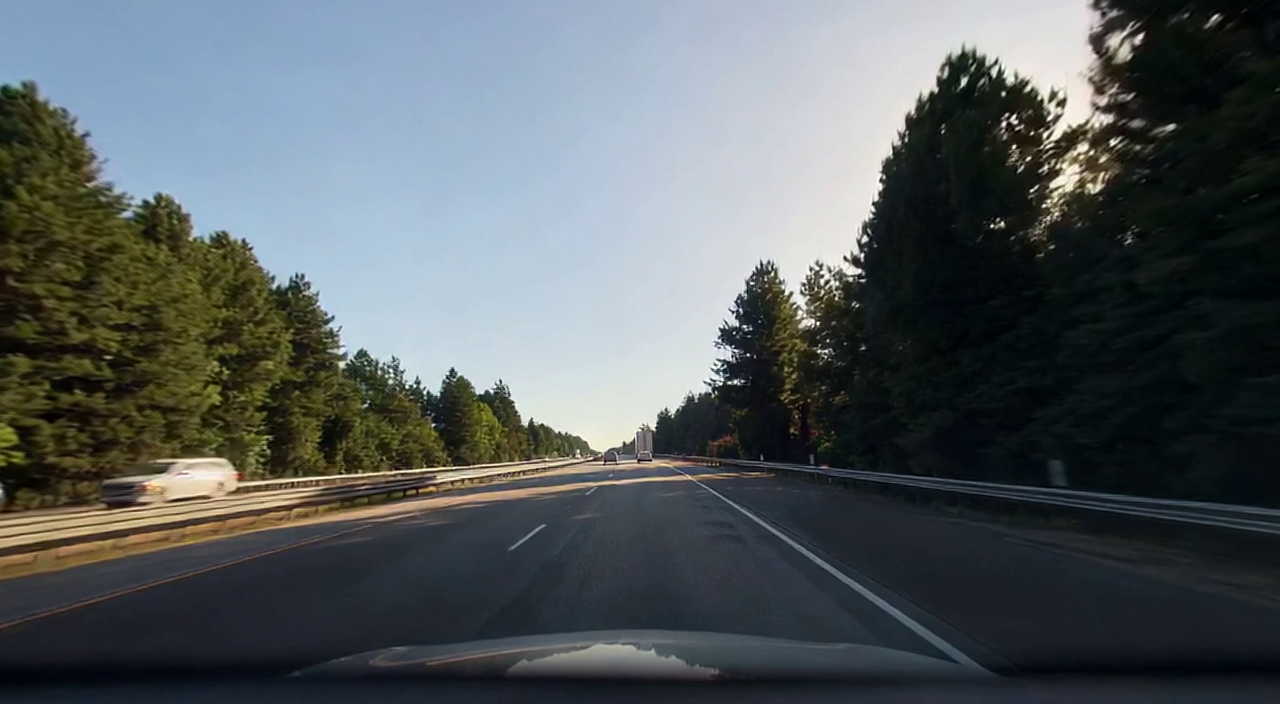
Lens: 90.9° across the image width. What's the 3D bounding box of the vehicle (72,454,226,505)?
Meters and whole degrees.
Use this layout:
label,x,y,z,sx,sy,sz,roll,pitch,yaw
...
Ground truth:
label,x,y,z,sx,sy,sz,roll,pitch,yaw
vehicle,-15.457,3.991,20.145,1.784,1.425,3.783,0,-9,1
